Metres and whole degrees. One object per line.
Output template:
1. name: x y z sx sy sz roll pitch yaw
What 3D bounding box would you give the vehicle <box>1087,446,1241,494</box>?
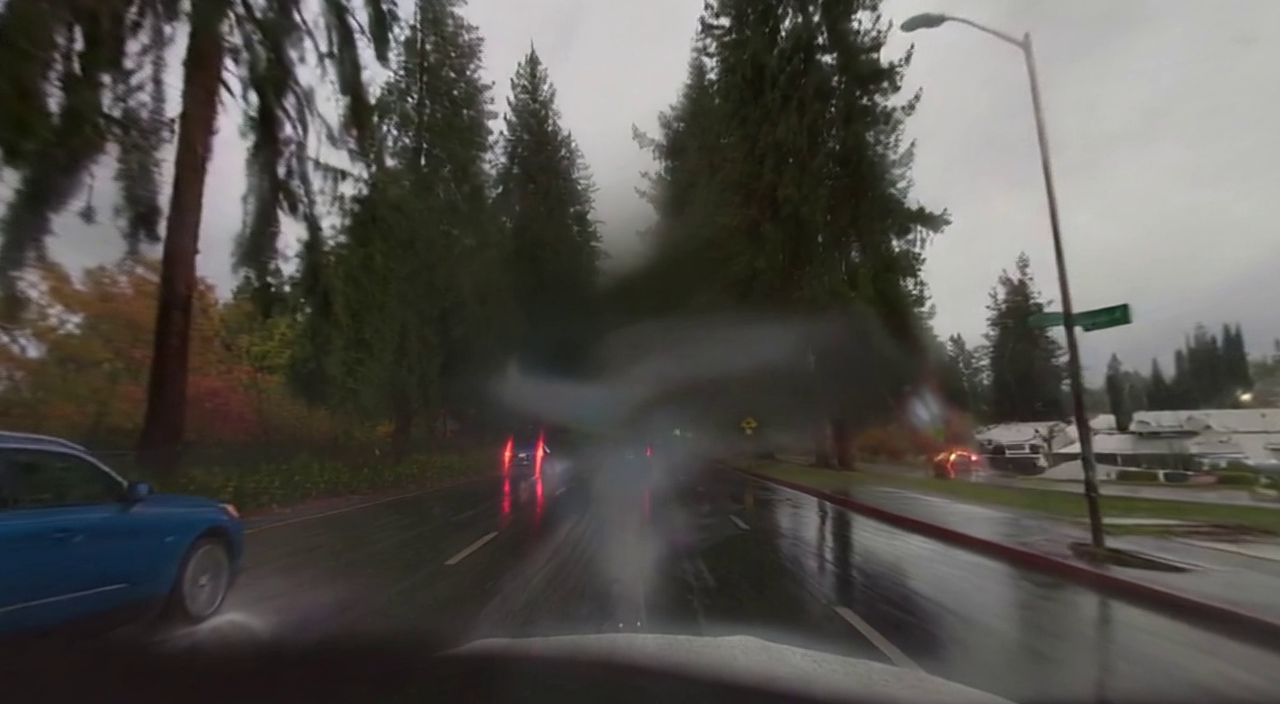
1. vehicle: 20.530 4.604 24.868 4.387 1.752 1.903 0 -8 -3

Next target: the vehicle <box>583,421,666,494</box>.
1. vehicle: -0.391 2.879 17.474 2.018 1.769 3.897 0 -8 0

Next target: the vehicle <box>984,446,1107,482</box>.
1. vehicle: 19.747 5.446 30.883 4.669 1.698 1.939 0 -8 -3

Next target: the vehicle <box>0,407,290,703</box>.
1. vehicle: -4.137 1.060 3.368 1.959 1.485 4.452 0 -8 0

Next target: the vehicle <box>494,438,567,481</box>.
1. vehicle: -3.962 3.953 23.600 1.917 1.448 4.178 0 -8 1
